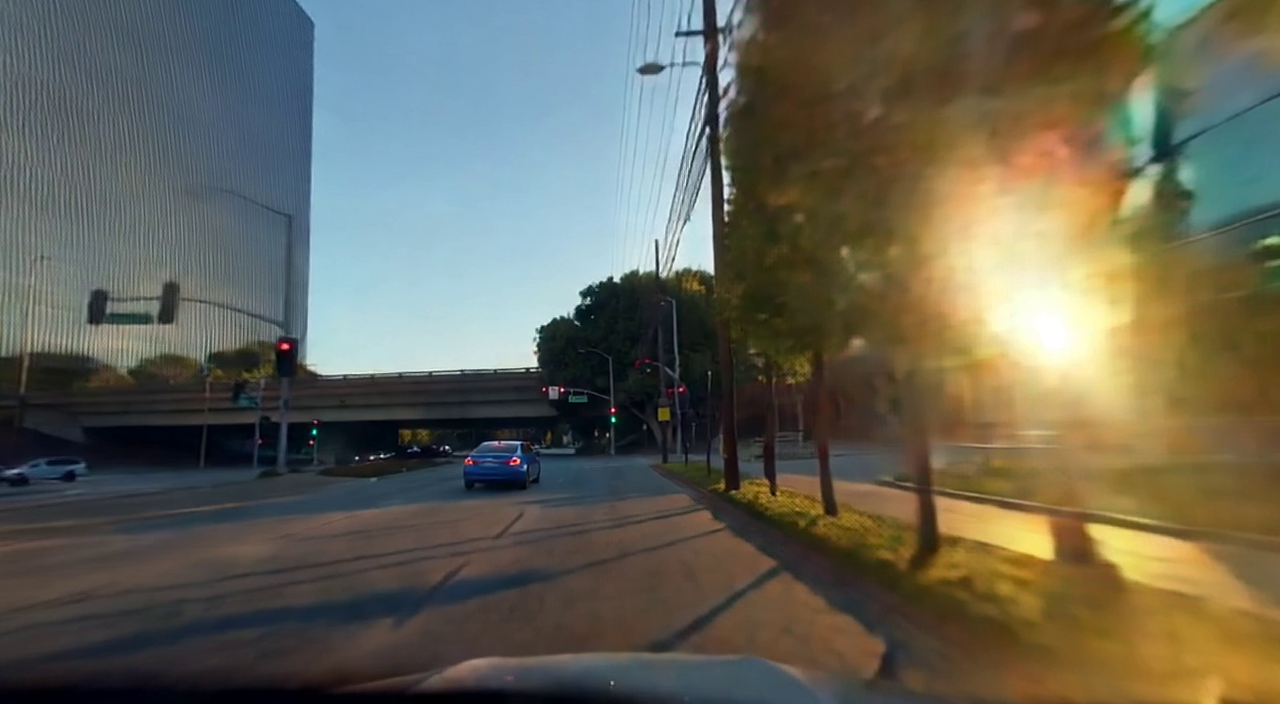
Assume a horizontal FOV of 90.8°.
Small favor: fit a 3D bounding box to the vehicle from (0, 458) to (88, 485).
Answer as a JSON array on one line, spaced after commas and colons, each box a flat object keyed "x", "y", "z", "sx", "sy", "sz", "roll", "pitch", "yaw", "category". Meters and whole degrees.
[{"x": -36.606, "y": 7.159, "z": 37.943, "sx": 4.708, "sy": 1.466, "sz": 2.085, "roll": 1, "pitch": -9, "yaw": -8, "category": "vehicle"}]

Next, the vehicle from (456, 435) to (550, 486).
[{"x": -4.325, "y": 3.507, "z": 20.783, "sx": 2.154, "sy": 1.465, "sz": 4.532, "roll": 0, "pitch": -8, "yaw": -1, "category": "vehicle"}]
